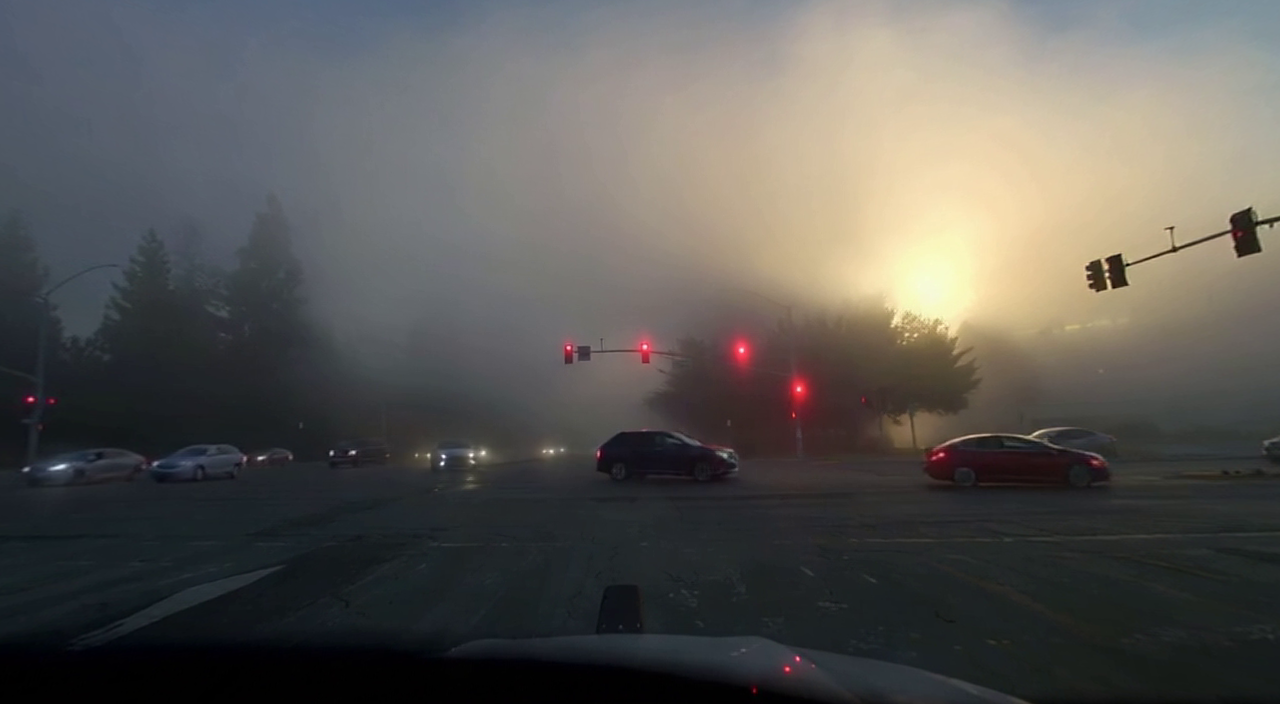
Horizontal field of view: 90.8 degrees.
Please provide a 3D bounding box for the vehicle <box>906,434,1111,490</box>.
[{"bbox_3d":[10.329,3.119,18.119,4.532,1.467,2.135,-2,-9,11],"label":"vehicle"}]

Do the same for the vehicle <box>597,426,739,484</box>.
[{"bbox_3d":[0.975,3.723,22.984,4.767,1.877,2.017,-6,-10,33],"label":"vehicle"}]

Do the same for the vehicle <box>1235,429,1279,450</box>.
[{"bbox_3d":[45.674,6.285,45.276,1.786,1.412,4.330,0,-9,0],"label":"vehicle"}]

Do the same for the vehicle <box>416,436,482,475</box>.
[{"bbox_3d":[-9.091,4.861,29.861,1.982,1.678,4.180,5,-10,-29],"label":"vehicle"}]

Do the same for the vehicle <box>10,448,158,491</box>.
[{"bbox_3d":[-23.251,4.897,26.749,2.041,1.642,4.628,0,-9,0],"label":"vehicle"}]

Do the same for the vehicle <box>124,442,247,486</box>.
[{"bbox_3d":[-19.686,4.843,27.662,2.088,1.743,4.417,0,-9,-1],"label":"vehicle"}]

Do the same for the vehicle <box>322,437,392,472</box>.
[{"bbox_3d":[-16.407,5.970,36.929,1.977,1.878,4.575,0,-9,0],"label":"vehicle"}]
